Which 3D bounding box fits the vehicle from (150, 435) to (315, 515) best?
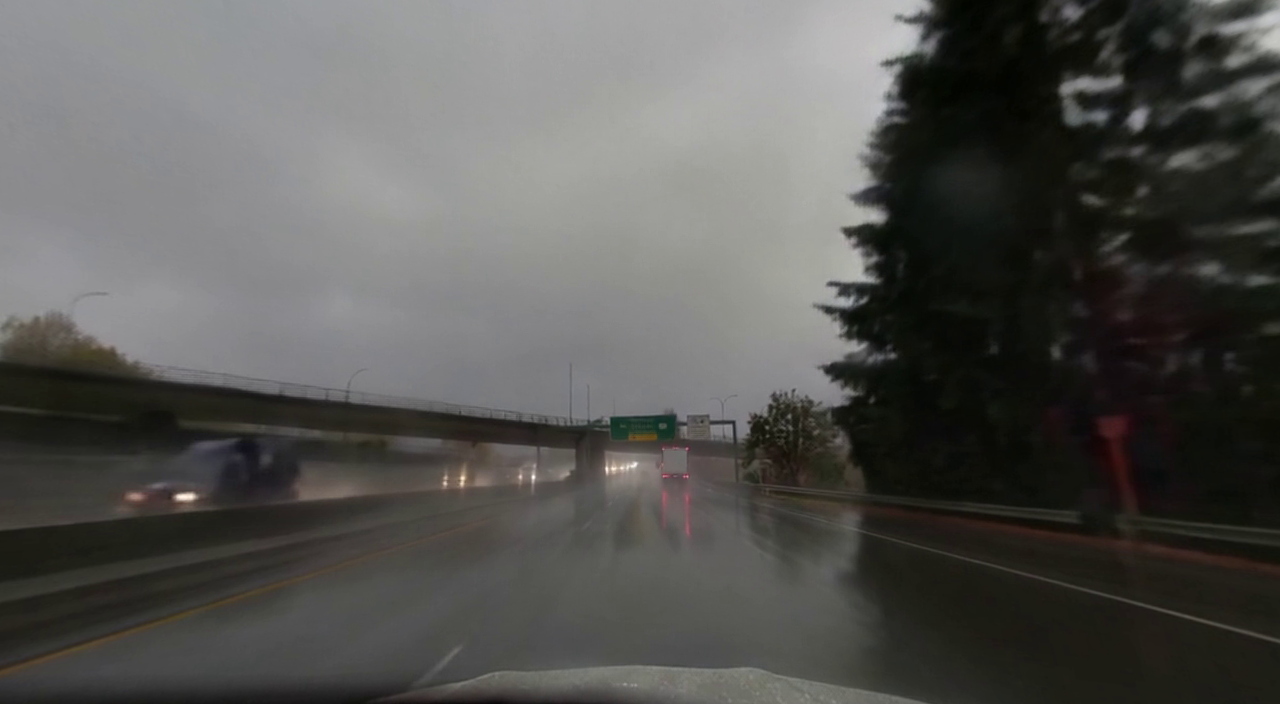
[{"bbox_3d":[-15.705,4.839,24.935,2.273,2.708,6.121,1,-10,0],"label":"vehicle"}]
